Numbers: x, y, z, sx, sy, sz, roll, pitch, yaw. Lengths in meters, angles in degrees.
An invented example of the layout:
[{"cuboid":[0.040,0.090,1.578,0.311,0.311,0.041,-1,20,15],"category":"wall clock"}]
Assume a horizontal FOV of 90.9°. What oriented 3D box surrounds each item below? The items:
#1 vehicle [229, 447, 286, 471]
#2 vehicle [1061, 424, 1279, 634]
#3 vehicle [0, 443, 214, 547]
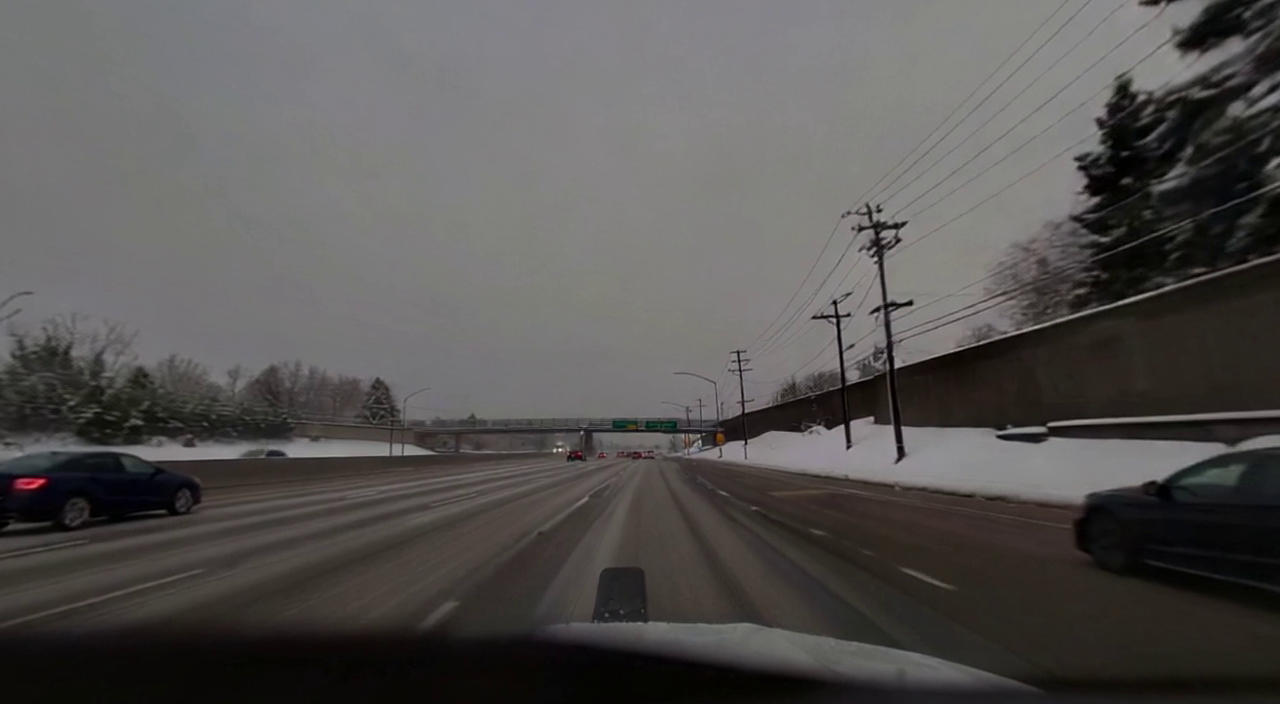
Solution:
[{"cuboid":[-23.443,6.566,38.780,1.430,1.333,3.223,-1,-8,1],"category":"vehicle"},{"cuboid":[5.661,1.254,4.390,2.009,1.508,4.874,0,-8,-1],"category":"vehicle"},{"cuboid":[-10.180,2.362,11.129,2.056,1.476,4.562,0,-8,1],"category":"vehicle"}]
